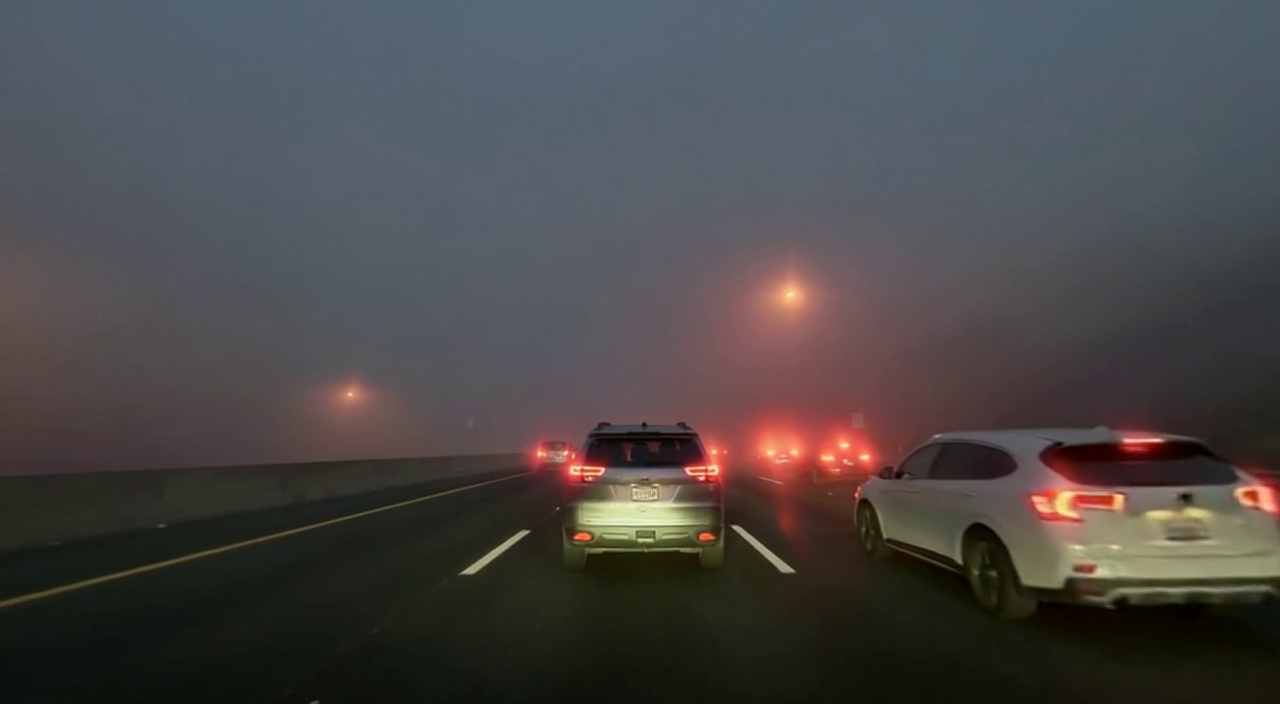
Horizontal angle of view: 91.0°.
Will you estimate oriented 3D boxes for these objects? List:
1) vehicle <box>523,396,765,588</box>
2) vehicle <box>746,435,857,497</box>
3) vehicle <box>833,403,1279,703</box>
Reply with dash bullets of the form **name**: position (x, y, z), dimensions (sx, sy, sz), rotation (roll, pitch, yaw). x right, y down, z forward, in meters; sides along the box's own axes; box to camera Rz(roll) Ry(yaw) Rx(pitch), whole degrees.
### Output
- **vehicle**: position (-0.064, 1.598, 7.878), dimensions (2.230, 1.740, 3.976), rotation (1, -9, -3)
- **vehicle**: position (4.796, 3.461, 19.442), dimensions (1.972, 1.647, 4.429), rotation (1, -9, -4)
- **vehicle**: position (3.439, 1.392, 5.573), dimensions (2.028, 1.534, 4.691), rotation (0, -9, 1)
